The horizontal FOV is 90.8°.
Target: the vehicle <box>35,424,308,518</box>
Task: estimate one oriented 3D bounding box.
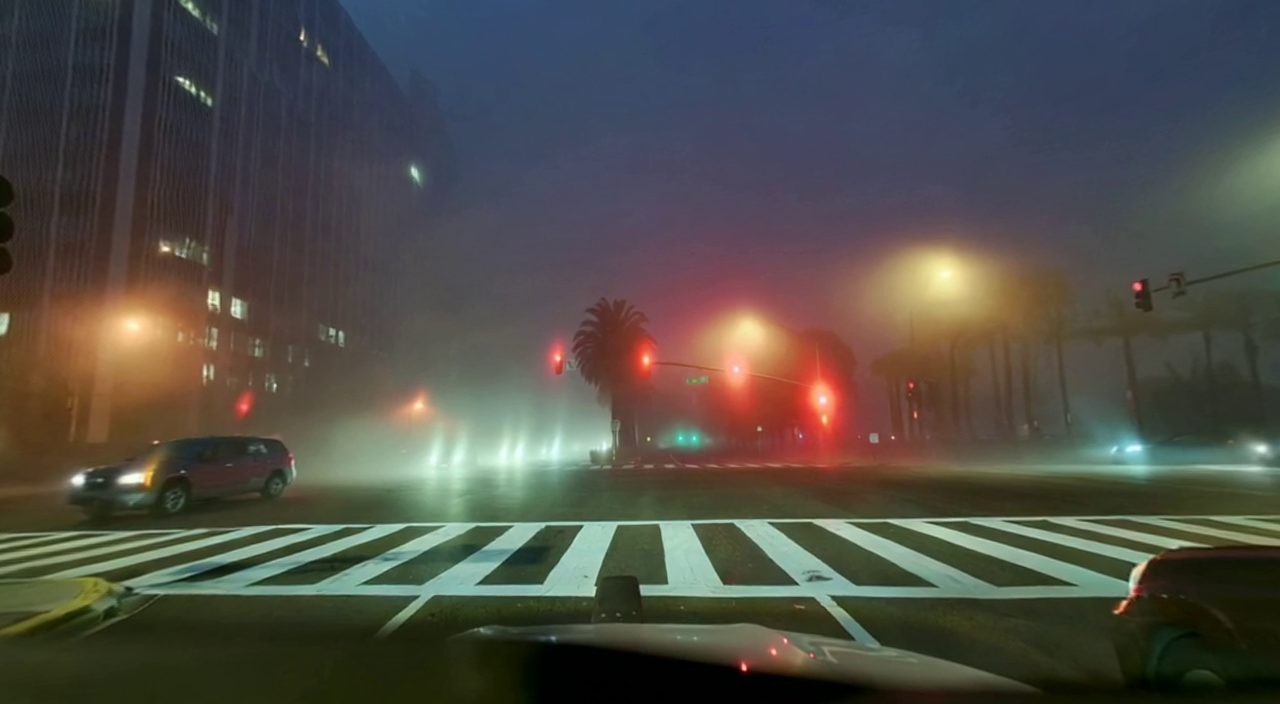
[{"bbox_3d":[-12.342,3.186,17.595,2.614,2.104,6.364,-1,-9,2],"label":"vehicle"}]

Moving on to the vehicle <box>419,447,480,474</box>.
[{"bbox_3d":[-11.714,6.693,39.227,2.145,1.504,4.857,-1,-9,2],"label":"vehicle"}]

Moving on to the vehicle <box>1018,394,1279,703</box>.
[{"bbox_3d":[3.250,0.719,1.060,2.106,1.472,4.854,0,-9,-2],"label":"vehicle"}]
